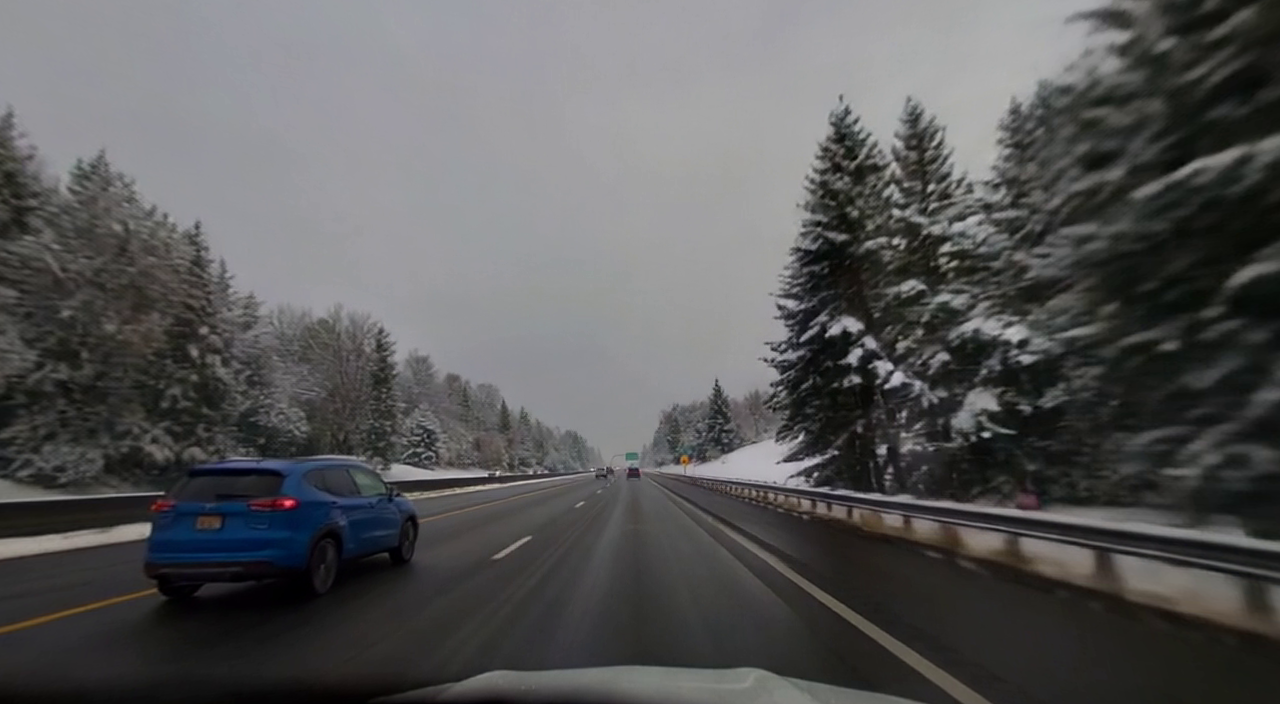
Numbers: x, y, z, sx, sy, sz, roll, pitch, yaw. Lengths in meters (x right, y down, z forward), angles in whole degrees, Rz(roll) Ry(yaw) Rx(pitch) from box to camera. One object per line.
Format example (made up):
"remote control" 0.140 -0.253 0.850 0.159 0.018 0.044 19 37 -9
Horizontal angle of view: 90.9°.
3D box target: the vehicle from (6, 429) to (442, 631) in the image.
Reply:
"vehicle" -3.892 1.765 7.000 2.017 1.516 4.041 1 -11 0
